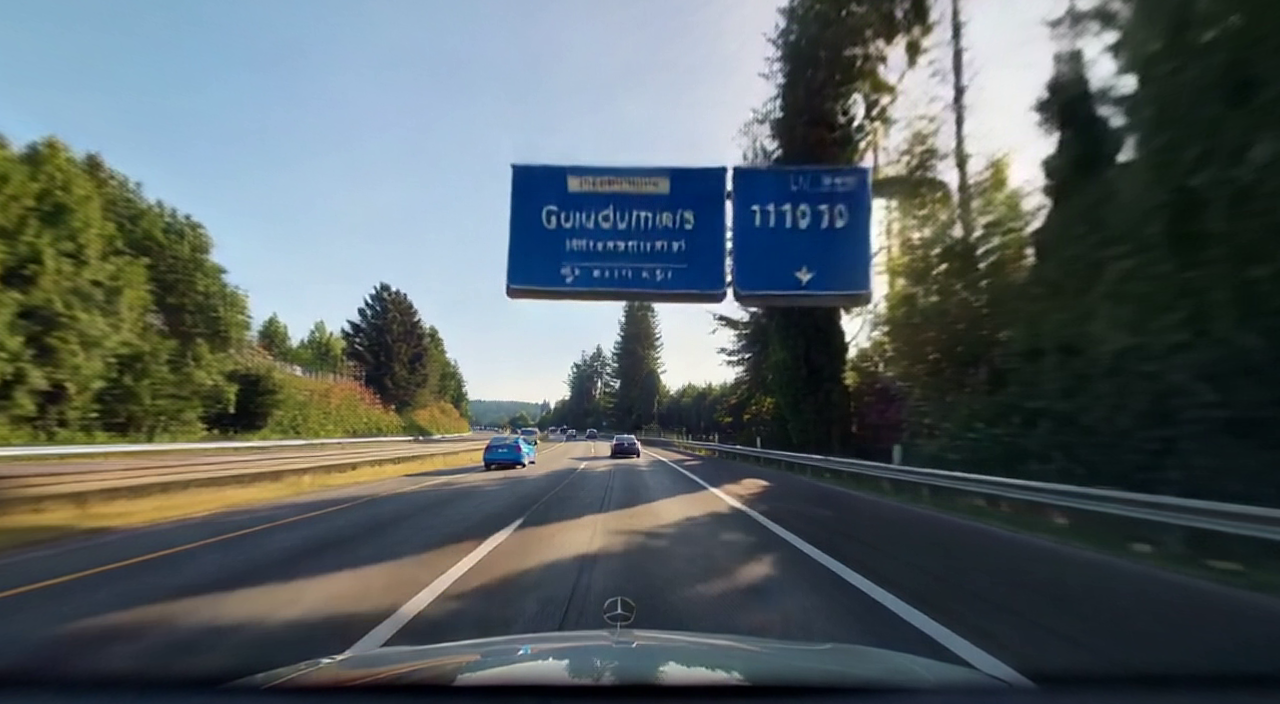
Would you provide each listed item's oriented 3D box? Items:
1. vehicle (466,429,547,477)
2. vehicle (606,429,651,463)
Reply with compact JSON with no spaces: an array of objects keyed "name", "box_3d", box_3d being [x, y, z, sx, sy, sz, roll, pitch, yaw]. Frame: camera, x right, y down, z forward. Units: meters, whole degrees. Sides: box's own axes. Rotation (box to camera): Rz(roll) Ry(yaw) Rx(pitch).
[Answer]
[{"name":"vehicle","box_3d":[-4.577,3.512,22.211,1.975,1.518,4.242,0,-8,-1]},{"name":"vehicle","box_3d":[-0.613,4.863,32.707,2.162,1.616,4.242,0,-8,-1]}]
